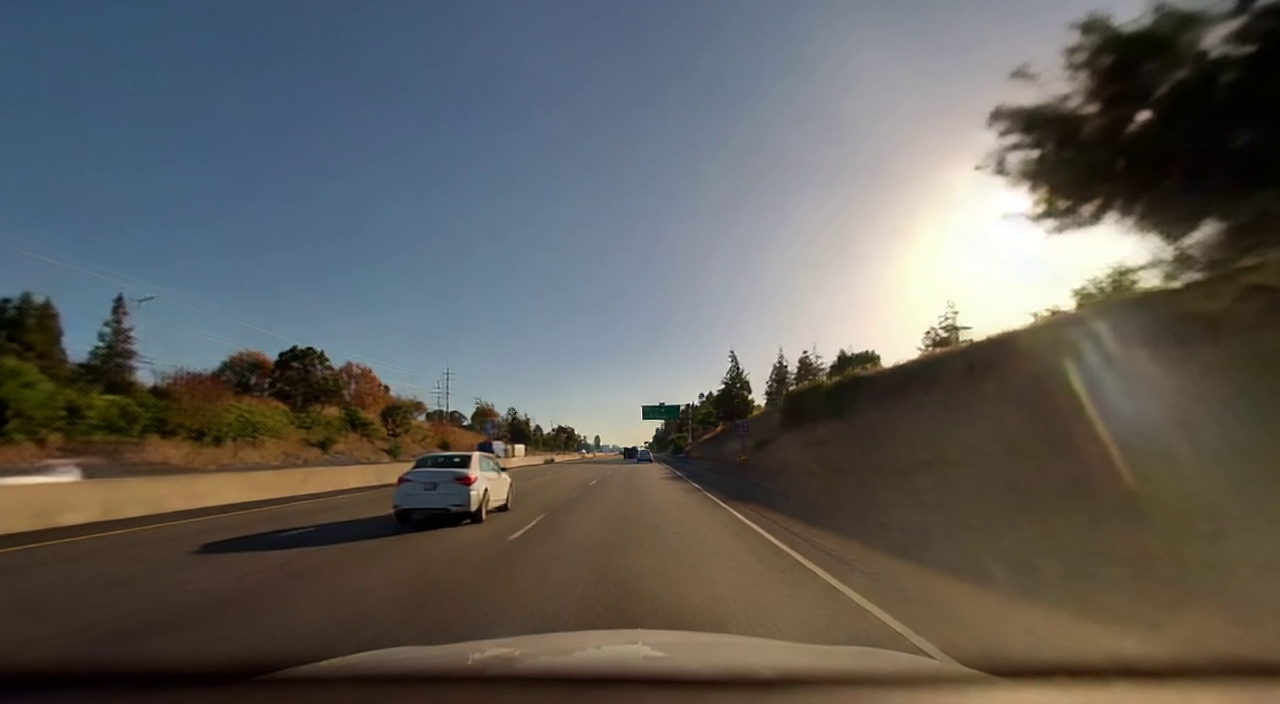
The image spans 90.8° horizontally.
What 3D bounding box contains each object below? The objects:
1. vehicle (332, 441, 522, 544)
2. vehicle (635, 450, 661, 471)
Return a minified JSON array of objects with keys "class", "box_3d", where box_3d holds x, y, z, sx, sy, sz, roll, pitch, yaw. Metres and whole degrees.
[{"class":"vehicle","box_3d":[-3.518,2.392,11.376,1.978,1.498,4.080,0,-9,0]},{"class":"vehicle","box_3d":[0.585,8.333,48.703,1.908,1.515,3.871,0,-9,0]}]
